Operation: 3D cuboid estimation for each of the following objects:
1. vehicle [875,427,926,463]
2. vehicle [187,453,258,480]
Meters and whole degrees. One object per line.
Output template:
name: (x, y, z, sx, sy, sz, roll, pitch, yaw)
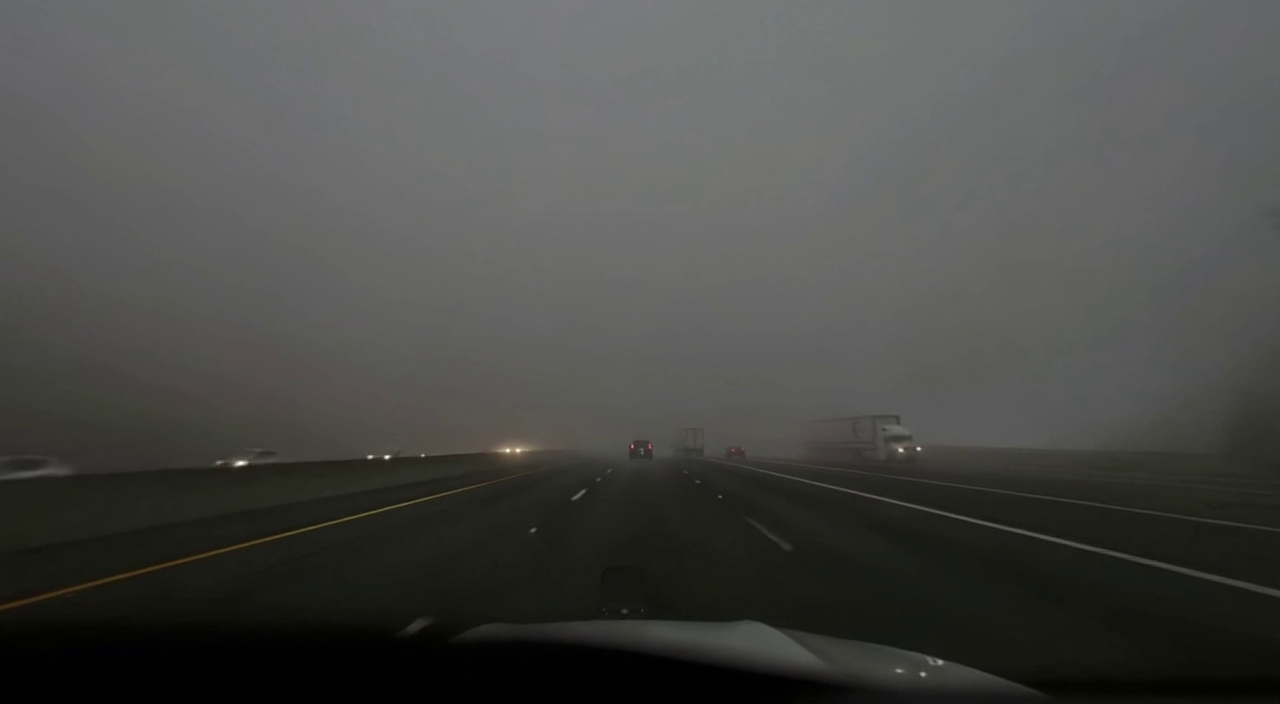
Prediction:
vehicle: (20.412, 7.314, 49.608, 2.233, 2.695, 3.871, 0, -8, -2)
vehicle: (-27.961, 7.638, 42.367, 1.868, 1.609, 4.177, 0, -8, 0)
